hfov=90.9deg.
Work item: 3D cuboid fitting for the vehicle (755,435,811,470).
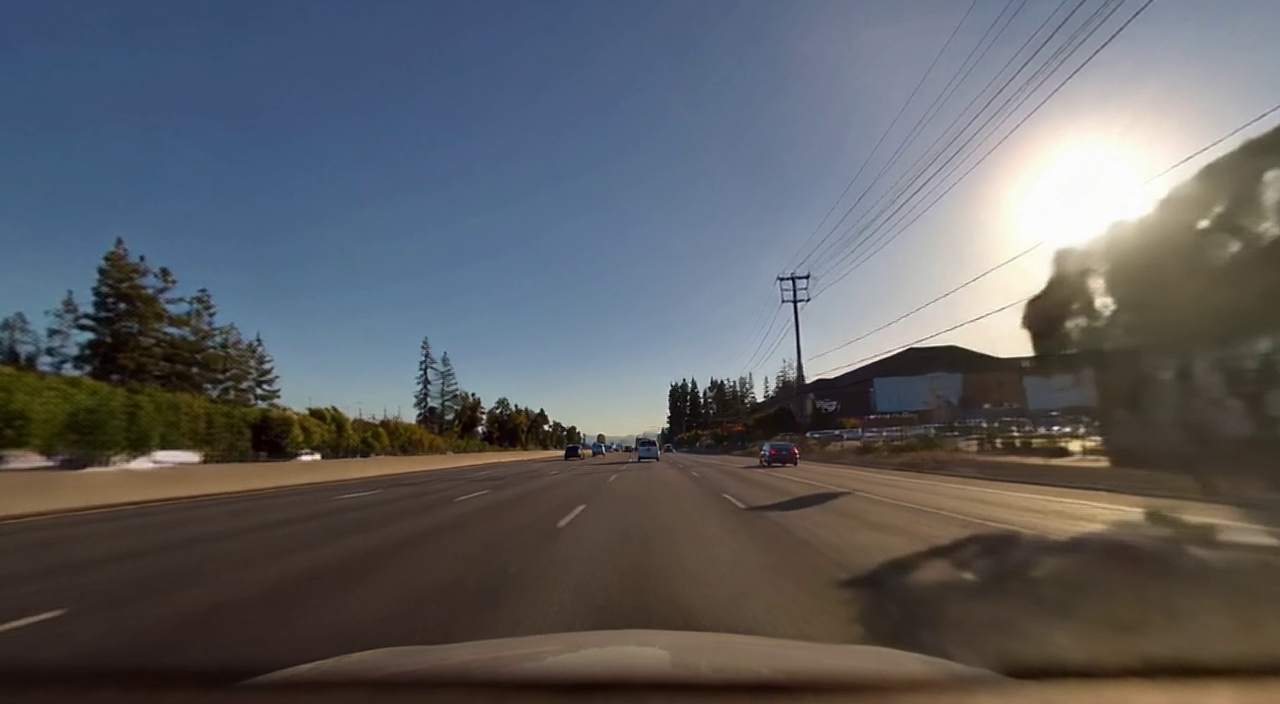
[{"bbox_3d":[7.649,5.418,34.121,1.937,1.698,4.322,0,-8,-1],"label":"vehicle"}]
